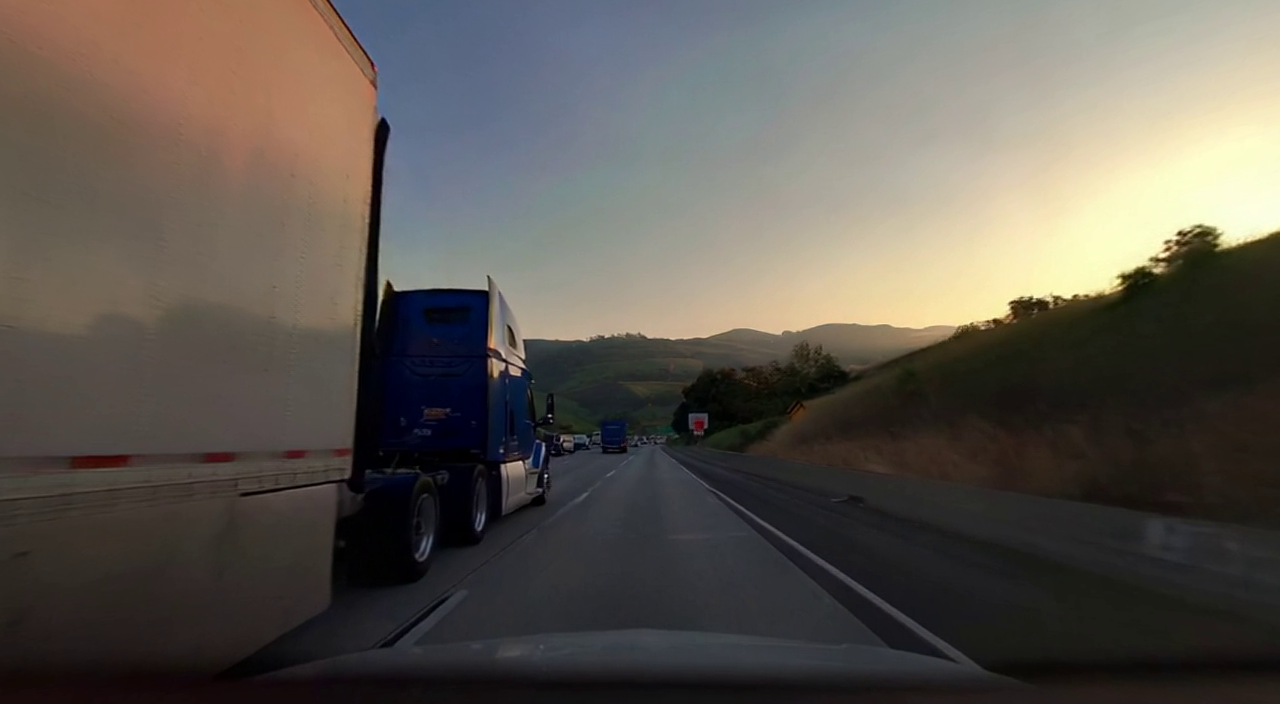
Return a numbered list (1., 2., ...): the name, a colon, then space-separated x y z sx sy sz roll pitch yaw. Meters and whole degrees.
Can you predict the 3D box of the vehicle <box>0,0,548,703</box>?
1. vehicle: -3.265 -0.358 2.669 3.202 4.352 16.251 0 -8 0
